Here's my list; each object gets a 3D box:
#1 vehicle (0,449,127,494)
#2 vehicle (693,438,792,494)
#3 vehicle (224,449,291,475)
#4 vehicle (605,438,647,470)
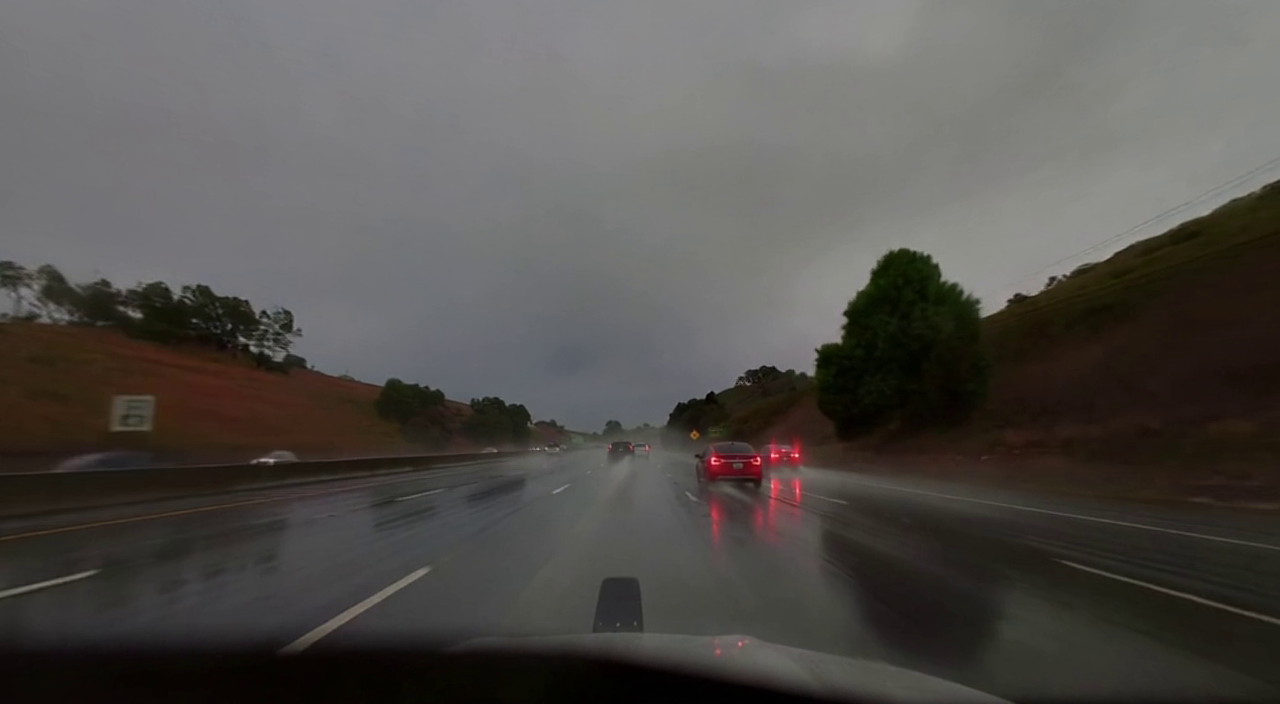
[{"bbox_3d":[-22.542,4.454,23.994,2.249,1.410,4.551,0,-8,1],"label":"vehicle"},{"bbox_3d":[2.998,3.463,19.589,2.120,1.492,4.734,0,-8,-2],"label":"vehicle"},{"bbox_3d":[-29.499,8.486,48.931,2.463,1.848,4.344,1,-8,-1],"label":"vehicle"},{"bbox_3d":[-0.796,5.840,36.326,2.277,1.675,4.023,0,-8,-1],"label":"vehicle"}]
